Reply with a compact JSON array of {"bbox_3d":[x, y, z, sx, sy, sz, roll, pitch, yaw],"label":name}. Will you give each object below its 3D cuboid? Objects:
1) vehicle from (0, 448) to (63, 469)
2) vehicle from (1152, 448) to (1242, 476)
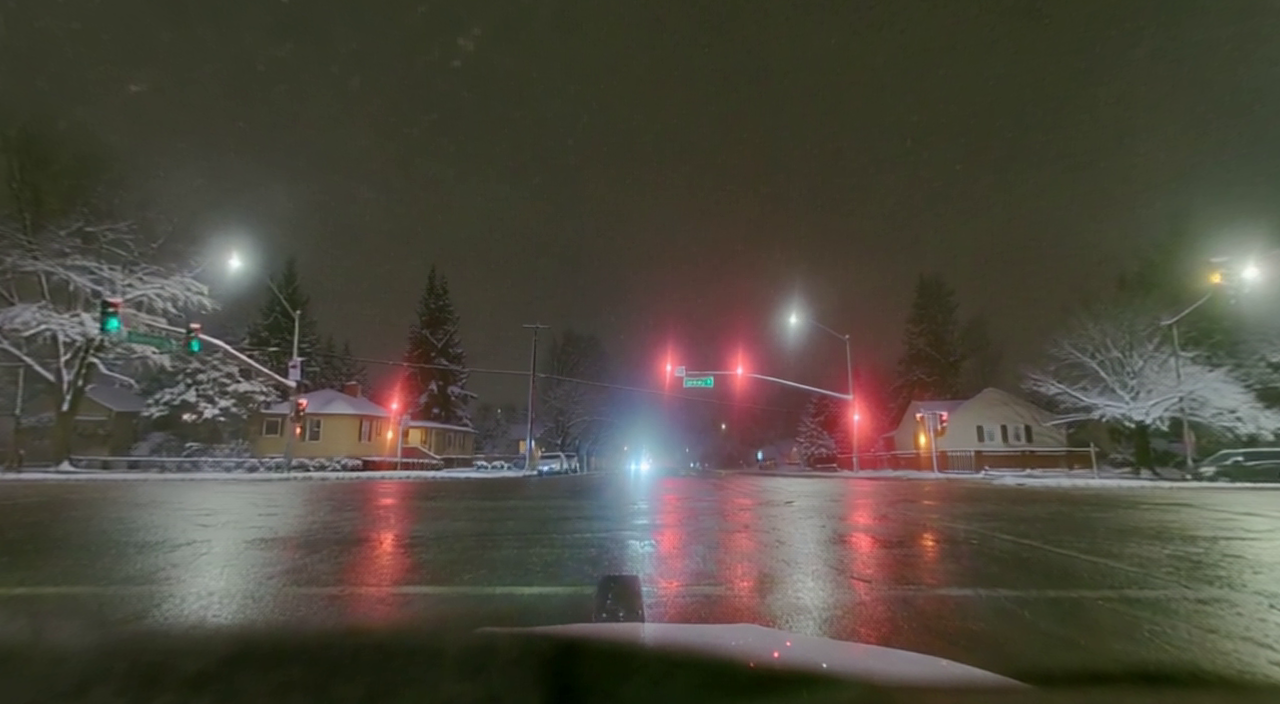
[{"bbox_3d":[-44.291,7.635,45.356,3.949,1.422,1.744,0,-9,1],"label":"vehicle"},{"bbox_3d":[36.783,7.240,41.879,1.853,1.723,4.460,0,-9,0],"label":"vehicle"}]
